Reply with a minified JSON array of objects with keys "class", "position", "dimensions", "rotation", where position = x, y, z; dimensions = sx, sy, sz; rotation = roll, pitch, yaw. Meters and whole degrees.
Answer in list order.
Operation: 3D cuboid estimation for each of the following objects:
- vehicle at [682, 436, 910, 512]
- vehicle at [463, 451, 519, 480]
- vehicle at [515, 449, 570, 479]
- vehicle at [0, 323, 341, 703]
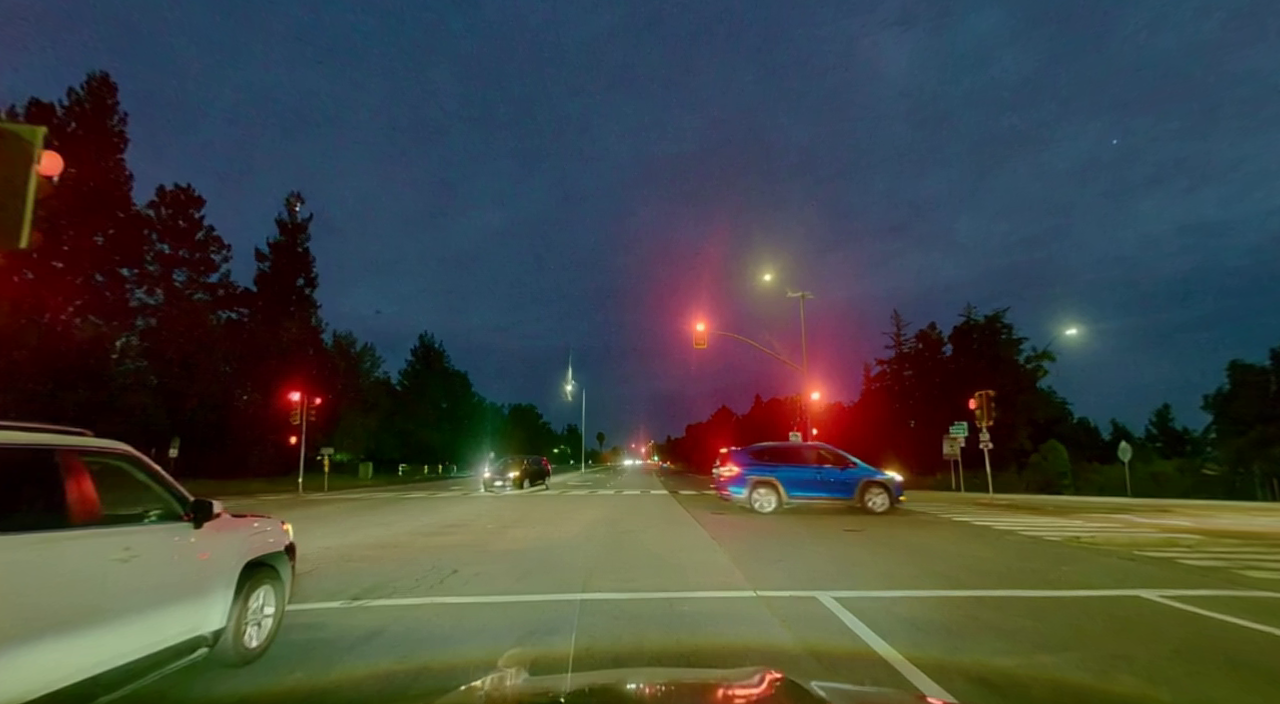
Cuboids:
[{"class":"vehicle","position":[3.163,2.584,13.540],"dimensions":[4.404,1.486,1.841],"rotation":[0,-8,0]},{"class":"vehicle","position":[-8.064,6.170,34.448],"dimensions":[1.960,1.433,4.213],"rotation":[0,-8,1]},{"class":"vehicle","position":[-5.252,6.083,34.510],"dimensions":[2.107,1.456,4.728],"rotation":[0,-8,2]},{"class":"vehicle","position":[-3.446,0.814,2.474],"dimensions":[2.242,1.761,4.505],"rotation":[0,-8,1]}]
